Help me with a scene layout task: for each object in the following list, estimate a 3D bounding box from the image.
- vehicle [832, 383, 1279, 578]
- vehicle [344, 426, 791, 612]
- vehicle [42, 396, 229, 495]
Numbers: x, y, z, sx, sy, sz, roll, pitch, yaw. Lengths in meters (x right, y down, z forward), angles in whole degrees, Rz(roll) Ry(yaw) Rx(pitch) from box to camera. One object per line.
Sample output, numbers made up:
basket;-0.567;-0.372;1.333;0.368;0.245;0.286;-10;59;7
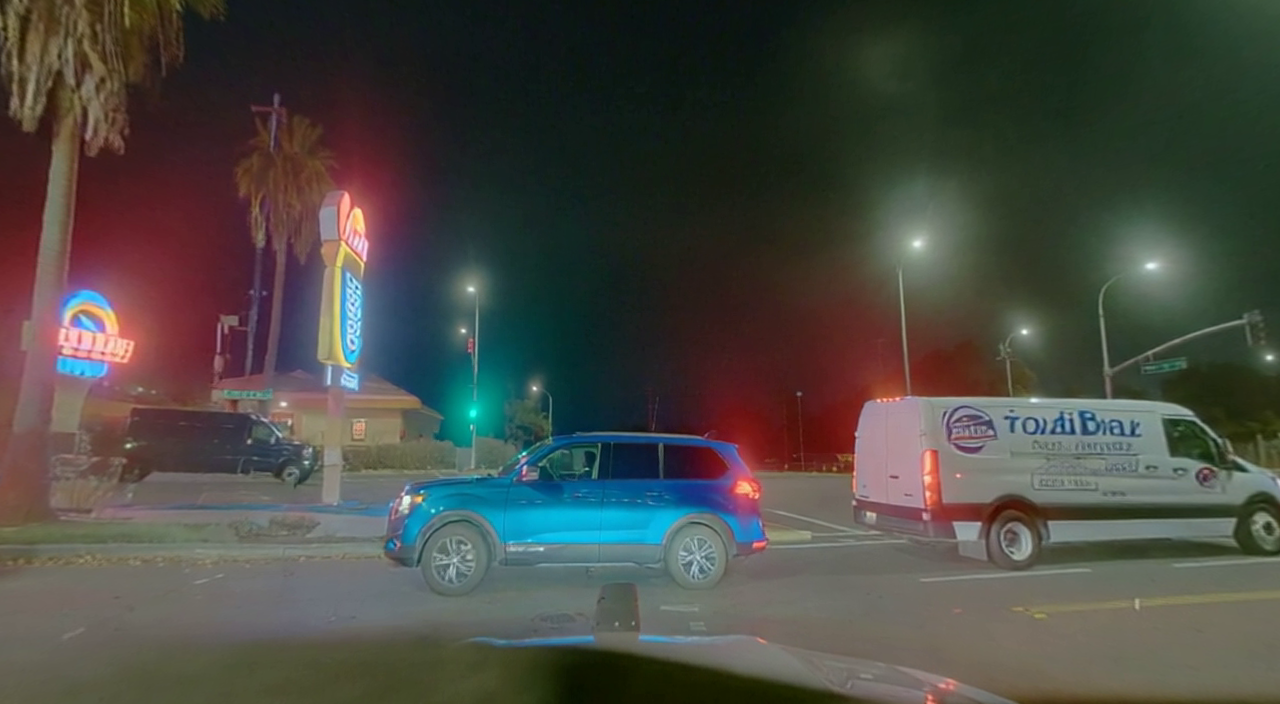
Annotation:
vehicle;6.229;1.680;8.943;6.246;2.202;2.277;1;-9;-10
vehicle;-0.792;1.799;7.538;4.493;1.728;2.137;1;-9;-11
vehicle;-22.789;4.337;29.344;3.034;3.929;7.699;1;-9;-8
